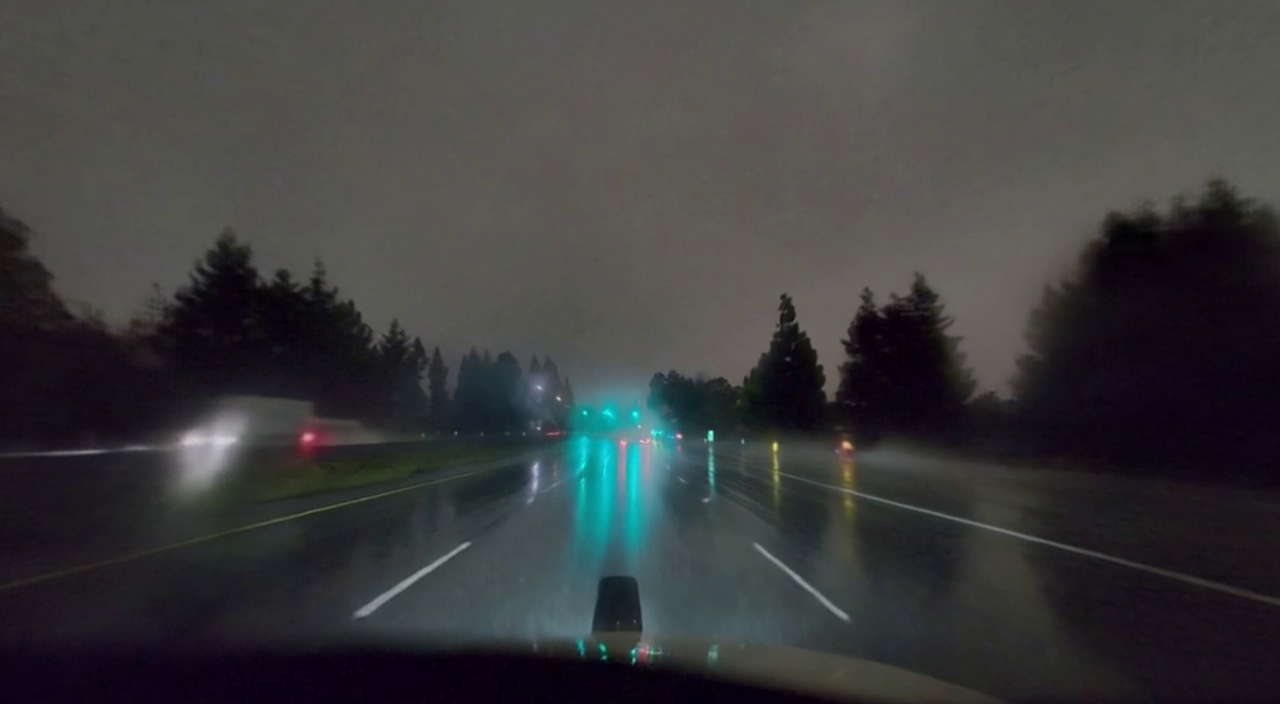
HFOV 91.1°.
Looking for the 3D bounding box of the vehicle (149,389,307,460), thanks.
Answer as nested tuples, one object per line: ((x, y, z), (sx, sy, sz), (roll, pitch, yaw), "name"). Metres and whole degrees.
((-16.571, 3.044, 25.902), (2.306, 2.546, 6.242), (0, -8, -1), "vehicle")
